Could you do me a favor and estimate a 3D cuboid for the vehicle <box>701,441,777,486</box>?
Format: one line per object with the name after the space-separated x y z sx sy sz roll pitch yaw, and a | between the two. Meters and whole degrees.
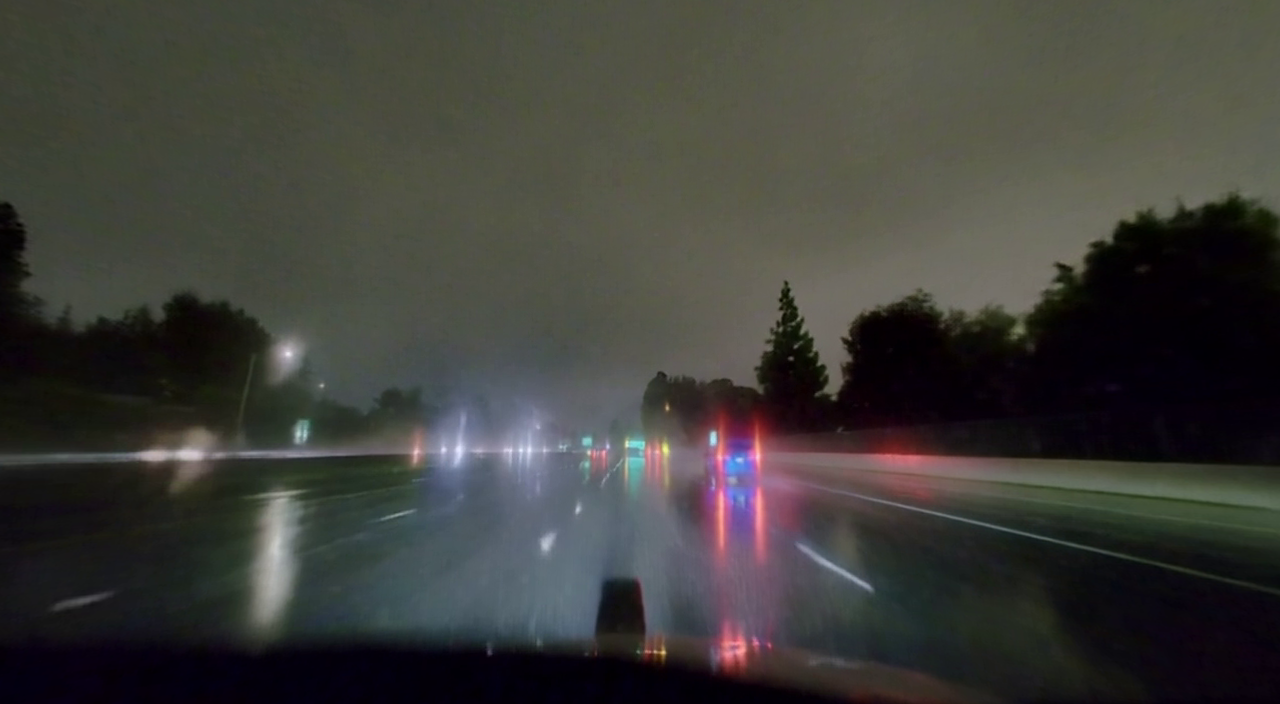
3.603 4.156 23.780 2.033 1.501 4.398 0 -9 -2 | vehicle

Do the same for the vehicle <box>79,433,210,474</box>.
-22.191 4.575 28.533 2.017 1.656 4.875 0 -9 -1 | vehicle
